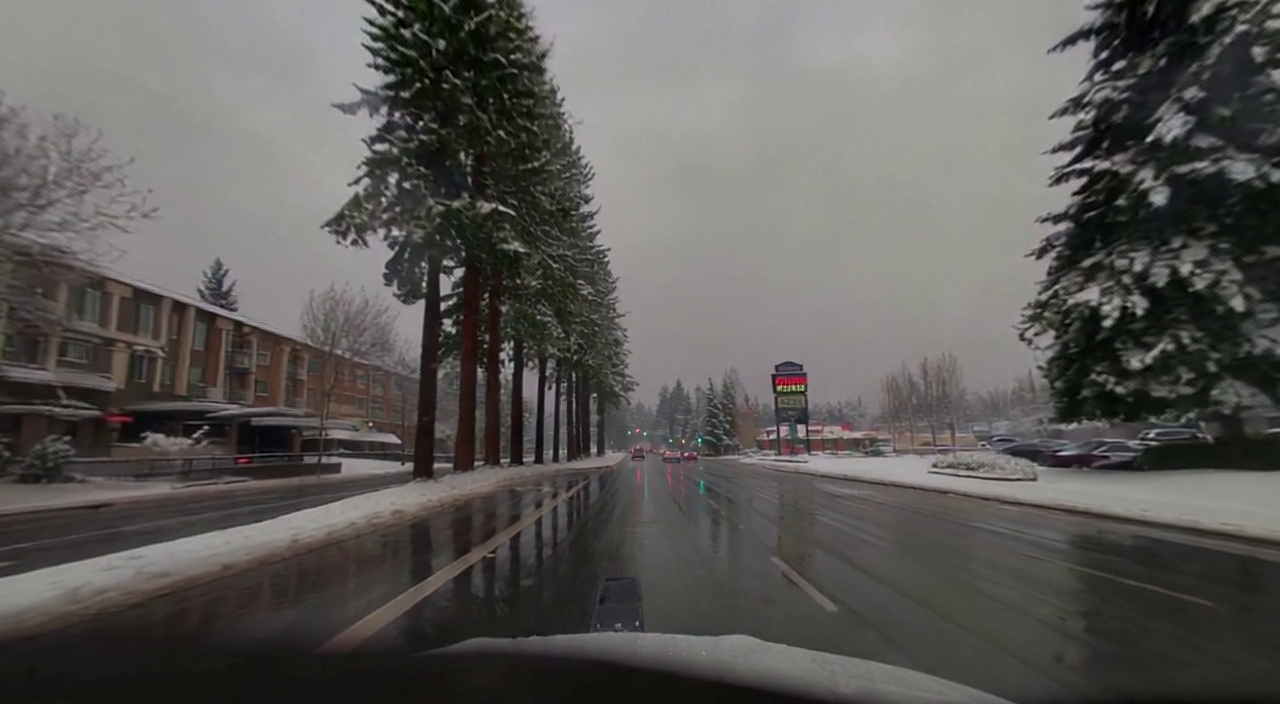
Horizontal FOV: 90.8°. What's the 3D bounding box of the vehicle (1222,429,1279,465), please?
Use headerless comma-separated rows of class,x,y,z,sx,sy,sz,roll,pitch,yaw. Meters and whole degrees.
vehicle,37.916,5.769,38.375,2.049,2.036,5.107,-2,-8,23

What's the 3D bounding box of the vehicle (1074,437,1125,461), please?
vehicle,31.999,6.744,44.122,2.133,1.584,4.842,-4,-9,28

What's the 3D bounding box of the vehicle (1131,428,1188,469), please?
vehicle,31.950,5.919,38.981,2.229,2.281,5.488,-4,-9,35
